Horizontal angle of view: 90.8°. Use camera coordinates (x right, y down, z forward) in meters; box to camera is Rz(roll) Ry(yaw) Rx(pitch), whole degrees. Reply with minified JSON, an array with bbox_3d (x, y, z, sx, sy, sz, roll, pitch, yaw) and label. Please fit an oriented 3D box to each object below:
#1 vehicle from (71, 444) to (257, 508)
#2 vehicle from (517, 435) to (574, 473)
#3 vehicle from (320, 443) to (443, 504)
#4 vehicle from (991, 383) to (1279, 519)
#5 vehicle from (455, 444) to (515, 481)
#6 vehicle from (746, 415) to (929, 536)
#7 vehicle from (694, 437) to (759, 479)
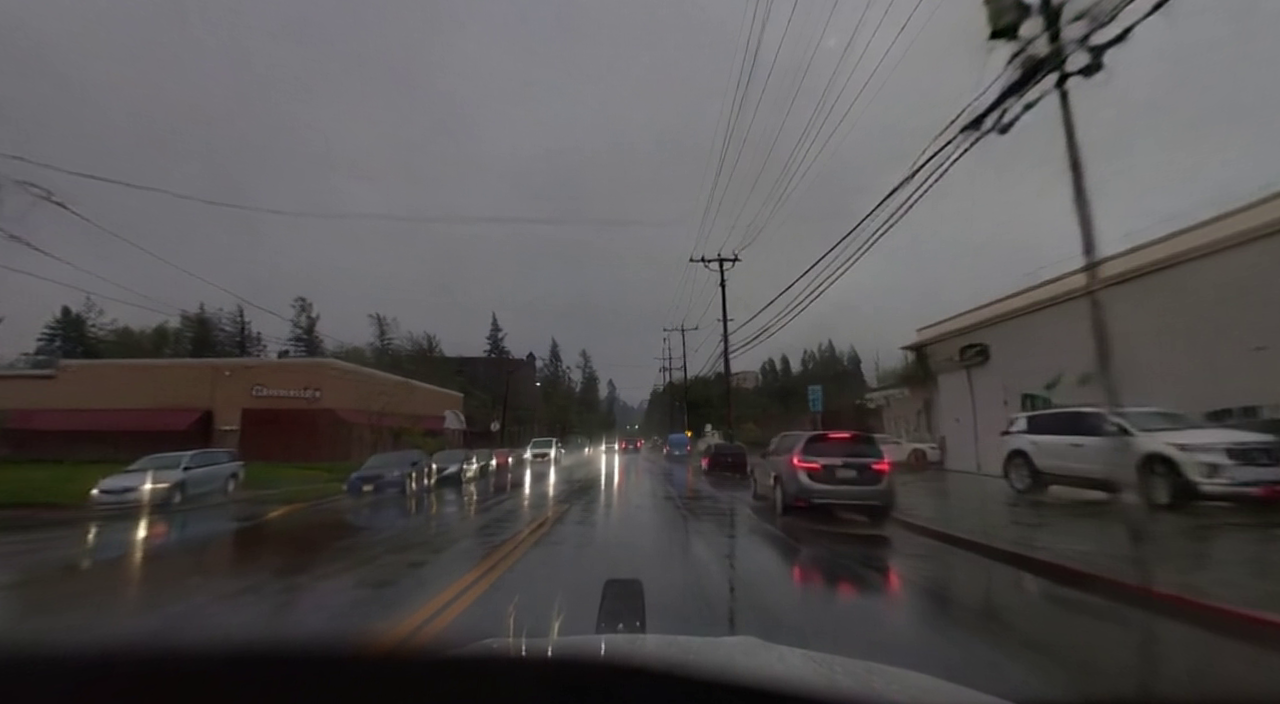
[{"bbox_3d":[-14.824,3.837,20.186,1.969,1.741,5.148,0,-9,-1],"label":"vehicle"},{"bbox_3d":[-5.162,5.622,35.063,2.152,1.918,4.217,-3,-8,4],"label":"vehicle"},{"bbox_3d":[-8.431,3.966,21.203,2.113,1.665,5.062,0,-7,-2],"label":"vehicle"},{"bbox_3d":[9.007,1.749,11.628,2.178,1.884,4.825,-3,-8,-1],"label":"vehicle"},{"bbox_3d":[-8.283,5.912,34.190,1.791,1.622,5.056,-3,-7,2],"label":"vehicle"},{"bbox_3d":[3.469,2.313,12.278,2.025,1.843,4.883,-1,-9,1],"label":"vehicle"},{"bbox_3d":[3.582,4.484,27.011,2.136,1.586,4.919,0,-8,1],"label":"vehicle"}]
